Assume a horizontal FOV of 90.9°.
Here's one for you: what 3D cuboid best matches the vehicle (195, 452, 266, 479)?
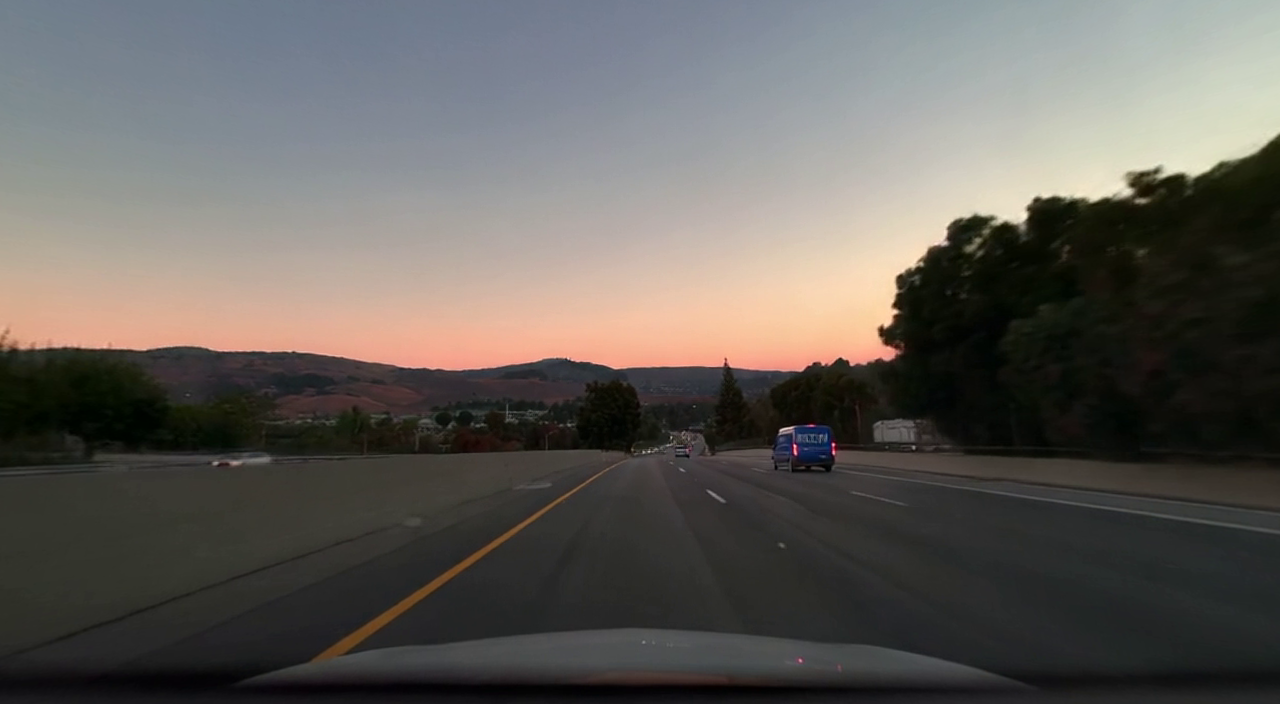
[{"bbox_3d":[-31.896,8.825,49.299,2.188,1.776,5.000,-3,-8,0],"label":"vehicle"}]

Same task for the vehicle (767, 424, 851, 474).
[{"bbox_3d":[7.540,4.410,28.891,2.275,2.059,5.543,0,-8,0],"label":"vehicle"}]
